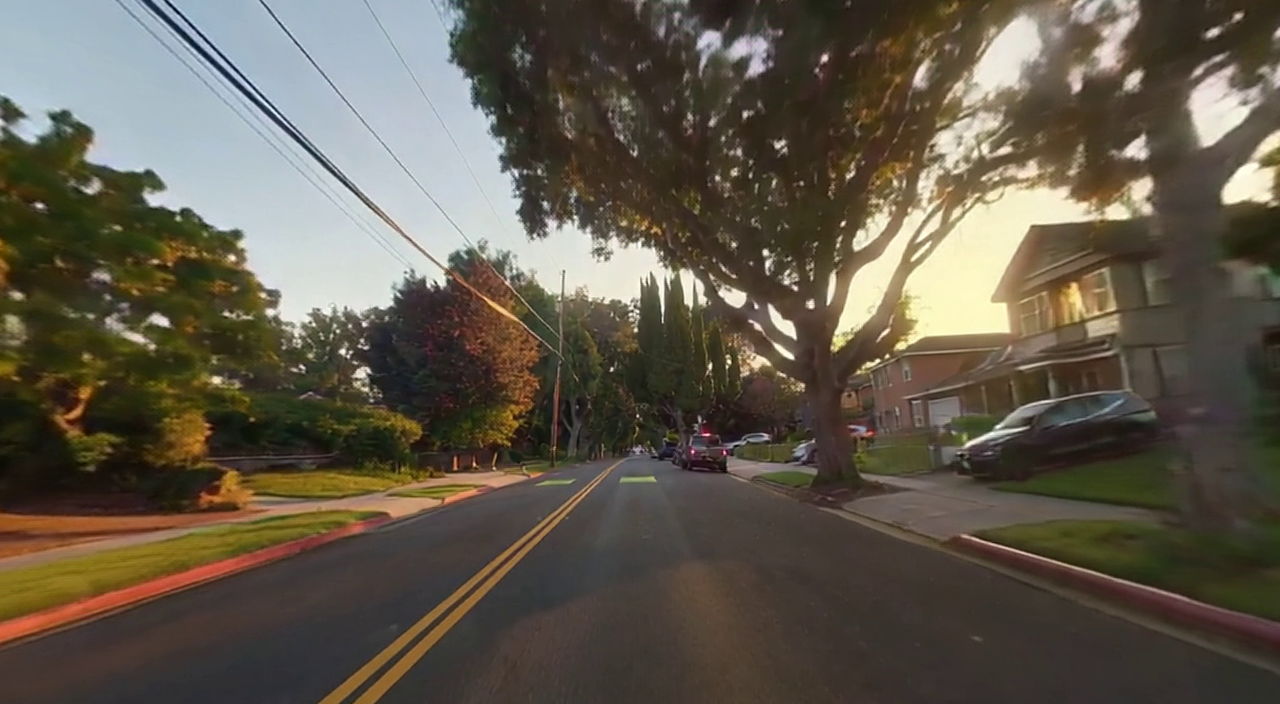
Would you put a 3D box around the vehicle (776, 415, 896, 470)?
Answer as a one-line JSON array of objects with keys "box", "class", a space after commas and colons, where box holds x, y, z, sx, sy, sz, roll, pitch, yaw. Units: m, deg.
[{"box": [8.522, 3.981, 27.830, 4.418, 1.648, 2.017, -9, -9, -2], "class": "vehicle"}]

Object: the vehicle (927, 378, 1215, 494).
[{"box": [9.401, 1.854, 14.049, 4.922, 1.846, 1.941, -6, -8, -5], "class": "vehicle"}]

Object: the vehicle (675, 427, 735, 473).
[{"box": [3.065, 4.839, 31.272, 2.347, 2.070, 5.735, 0, -9, 0], "class": "vehicle"}]
